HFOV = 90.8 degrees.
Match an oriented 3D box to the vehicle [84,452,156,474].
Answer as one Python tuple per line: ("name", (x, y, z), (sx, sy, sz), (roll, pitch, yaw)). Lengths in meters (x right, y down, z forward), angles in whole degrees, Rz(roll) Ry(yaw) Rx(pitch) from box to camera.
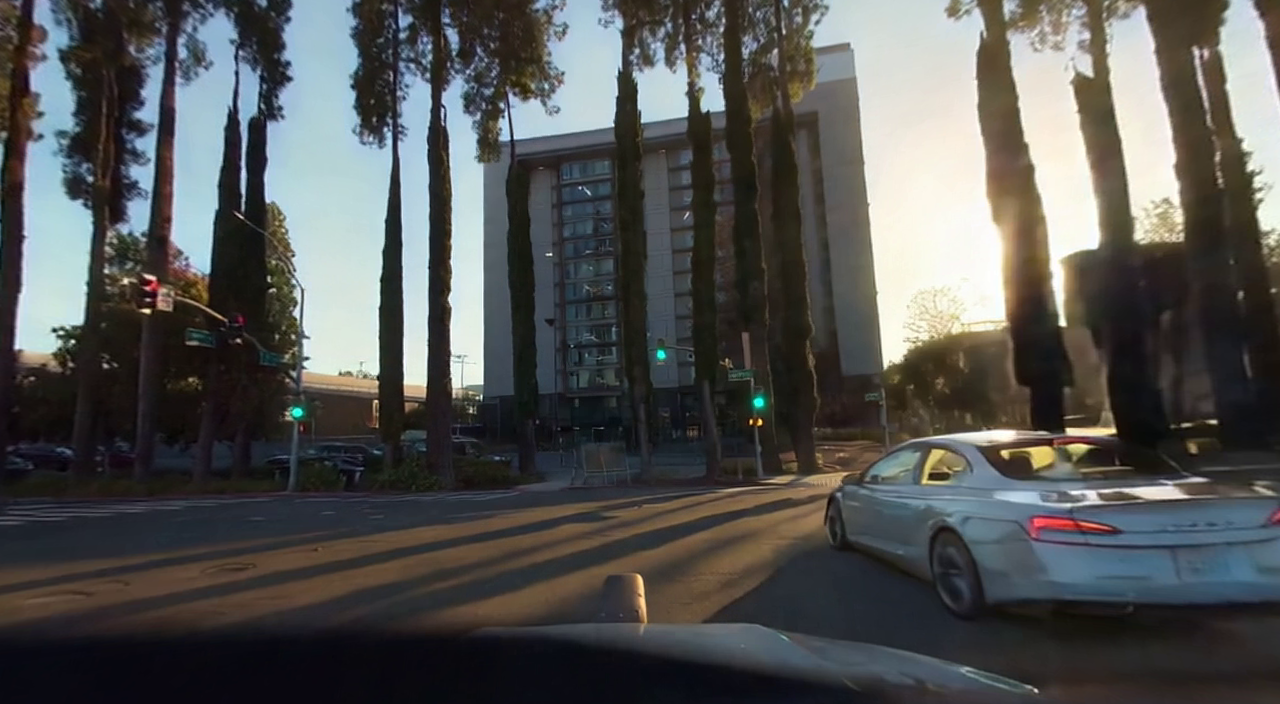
("vehicle", (-36.161, 7.706, 44.058), (1.709, 1.410, 3.945), (0, -9, -1))

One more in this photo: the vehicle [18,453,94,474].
("vehicle", (-41.005, 7.843, 44.468), (1.651, 1.379, 3.787), (0, -9, 0))

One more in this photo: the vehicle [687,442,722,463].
("vehicle", (4.694, 7.411, 46.487), (1.983, 1.453, 4.180), (0, -9, -1))

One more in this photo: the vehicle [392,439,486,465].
("vehicle", (-14.518, 7.256, 45.893), (6.021, 1.868, 2.172), (0, -9, 1))

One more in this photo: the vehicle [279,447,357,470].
("vehicle", (-21.452, 7.115, 42.190), (4.207, 1.508, 1.875), (0, -9, 2))

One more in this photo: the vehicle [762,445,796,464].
("vehicle", (10.179, 7.533, 46.553), (1.692, 1.343, 3.352), (0, -9, -1))

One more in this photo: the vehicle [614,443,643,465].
("vehicle", (-0.850, 7.515, 46.772), (2.024, 1.489, 4.613), (0, -9, -1))

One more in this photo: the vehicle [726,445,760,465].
("vehicle", (7.570, 7.619, 46.785), (1.889, 1.358, 3.751), (0, -9, 1))

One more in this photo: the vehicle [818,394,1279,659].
("vehicle", (3.298, 1.345, 5.891), (1.903, 1.529, 4.254), (0, -9, -2))
